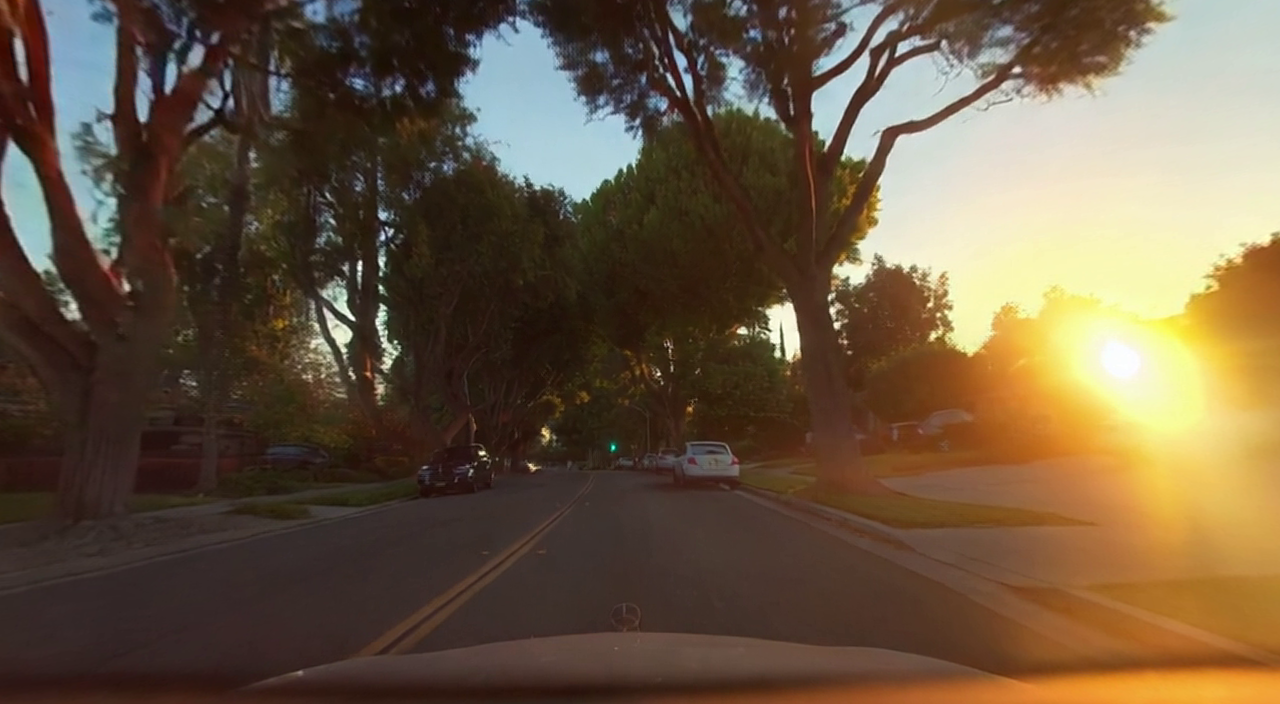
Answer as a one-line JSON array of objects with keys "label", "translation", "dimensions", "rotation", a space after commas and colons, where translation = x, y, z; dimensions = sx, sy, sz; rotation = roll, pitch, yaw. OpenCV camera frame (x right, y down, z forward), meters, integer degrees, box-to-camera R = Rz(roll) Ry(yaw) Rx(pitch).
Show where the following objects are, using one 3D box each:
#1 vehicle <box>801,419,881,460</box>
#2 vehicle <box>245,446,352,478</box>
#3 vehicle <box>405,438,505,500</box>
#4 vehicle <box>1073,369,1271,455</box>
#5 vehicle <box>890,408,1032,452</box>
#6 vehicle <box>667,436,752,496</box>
[{"label": "vehicle", "translation": [10.141, 4.381, 31.610], "dimensions": [2.100, 1.857, 4.611], "rotation": [-7, -11, 40]}, {"label": "vehicle", "translation": [-17.093, 5.502, 31.696], "dimensions": [4.527, 1.466, 1.880], "rotation": [-2, -9, 13]}, {"label": "vehicle", "translation": [-6.031, 3.816, 21.229], "dimensions": [2.155, 1.729, 4.799], "rotation": [-1, -7, -3]}, {"label": "vehicle", "translation": [12.124, 1.555, 14.848], "dimensions": [1.880, 1.626, 4.495], "rotation": [-2, -10, 18]}, {"label": "vehicle", "translation": [12.734, 3.170, 25.405], "dimensions": [4.639, 1.634, 2.005], "rotation": [-2, -9, 14]}, {"label": "vehicle", "translation": [2.271, 3.908, 22.108], "dimensions": [2.229, 1.826, 4.611], "rotation": [0, -8, -3]}]
